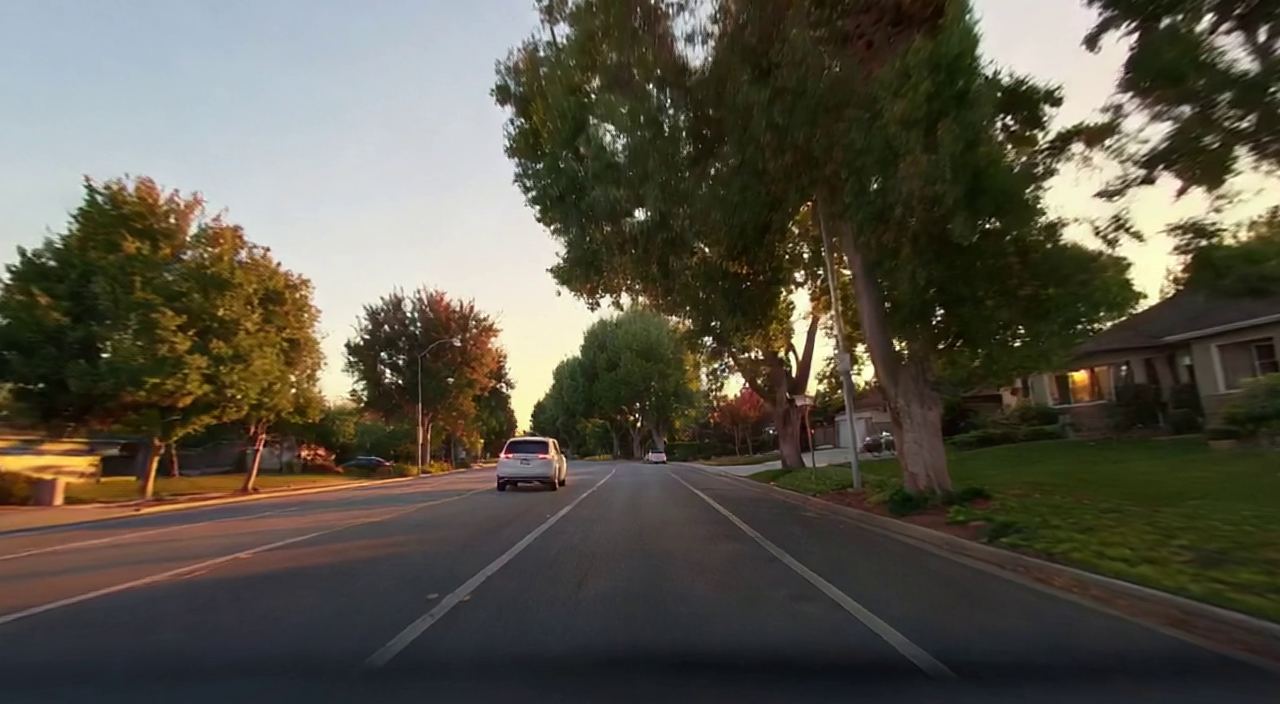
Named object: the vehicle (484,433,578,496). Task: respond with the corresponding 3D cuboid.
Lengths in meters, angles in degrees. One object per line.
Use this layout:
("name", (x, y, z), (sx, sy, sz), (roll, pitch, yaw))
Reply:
("vehicle", (-3.332, 3.538, 20.242), (2.175, 1.772, 4.442), (0, -8, 0))
